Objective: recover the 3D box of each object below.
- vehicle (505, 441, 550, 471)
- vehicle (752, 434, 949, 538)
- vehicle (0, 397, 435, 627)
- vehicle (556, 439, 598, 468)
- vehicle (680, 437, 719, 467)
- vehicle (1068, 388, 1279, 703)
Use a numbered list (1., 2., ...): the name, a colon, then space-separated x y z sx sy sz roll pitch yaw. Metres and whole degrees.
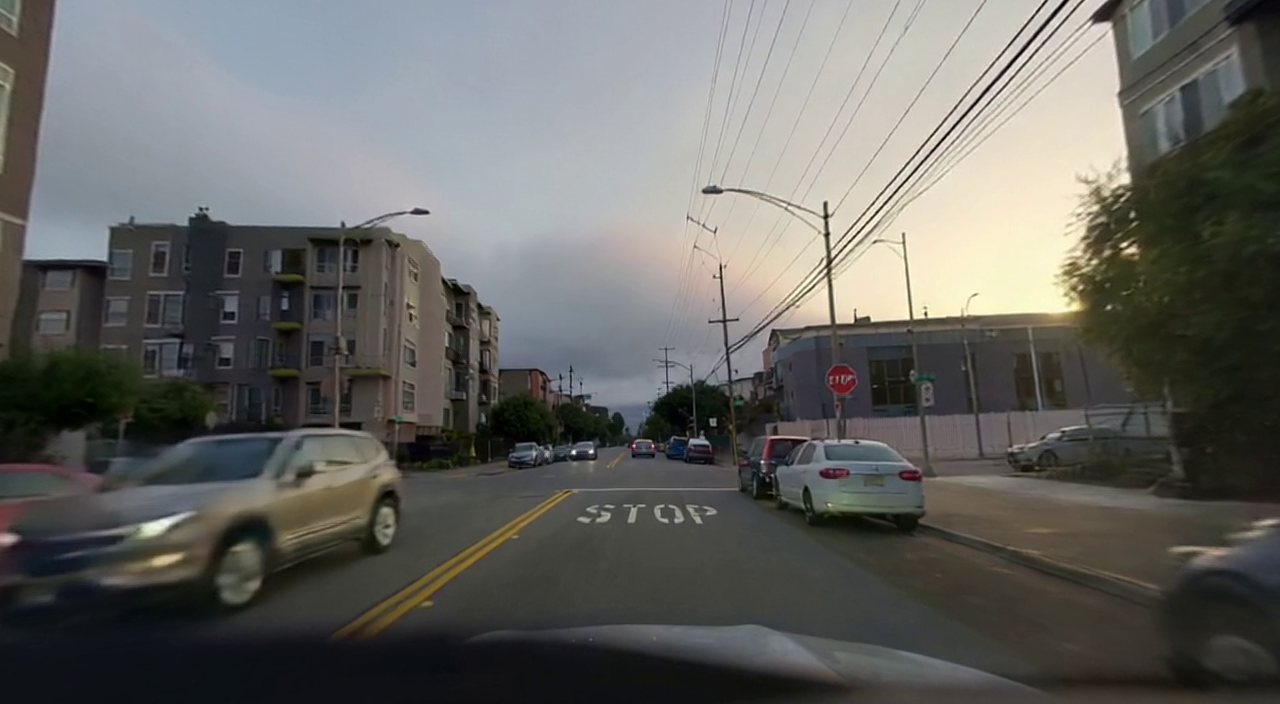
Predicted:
1. vehicle: -7.511 6.963 42.521 2.140 1.874 4.475 0 -9 0
2. vehicle: 3.518 2.315 11.614 1.888 1.495 4.567 0 -9 -2
3. vehicle: -4.405 1.601 7.323 2.452 1.778 4.634 0 -9 0
4. vehicle: -4.128 6.792 42.339 2.201 1.801 4.750 -1 -9 2
5. vehicle: 3.884 6.646 42.057 2.164 1.721 4.416 -4 -9 1
6. vehicle: 3.651 0.787 1.368 2.040 1.637 4.734 0 -9 -1
